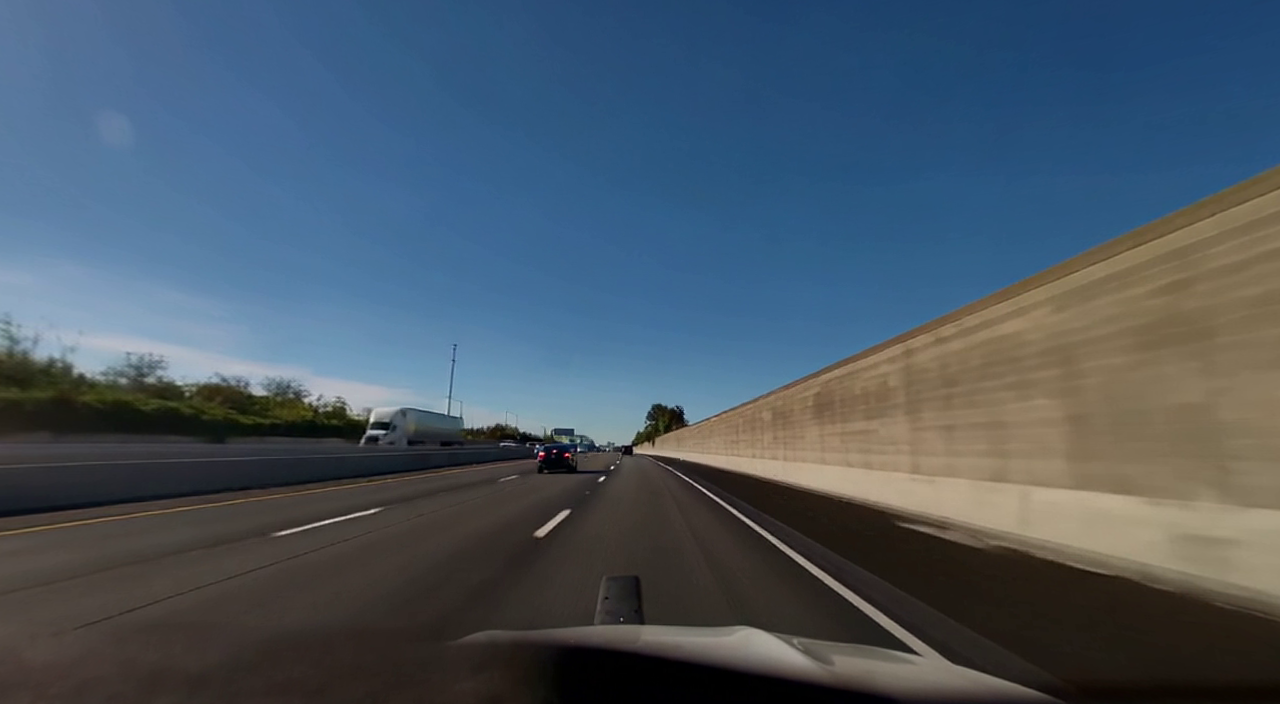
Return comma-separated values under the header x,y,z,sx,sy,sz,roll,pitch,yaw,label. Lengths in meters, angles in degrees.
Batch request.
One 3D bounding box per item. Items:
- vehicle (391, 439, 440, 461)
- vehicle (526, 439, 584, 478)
x,y,z,sx,sy,sz,roll,pitch,yaw,label
-17.154,7.517,48.264,2.064,1.556,4.548,1,-9,0,vehicle
-3.894,4.970,29.644,2.133,1.683,4.340,1,-9,0,vehicle
